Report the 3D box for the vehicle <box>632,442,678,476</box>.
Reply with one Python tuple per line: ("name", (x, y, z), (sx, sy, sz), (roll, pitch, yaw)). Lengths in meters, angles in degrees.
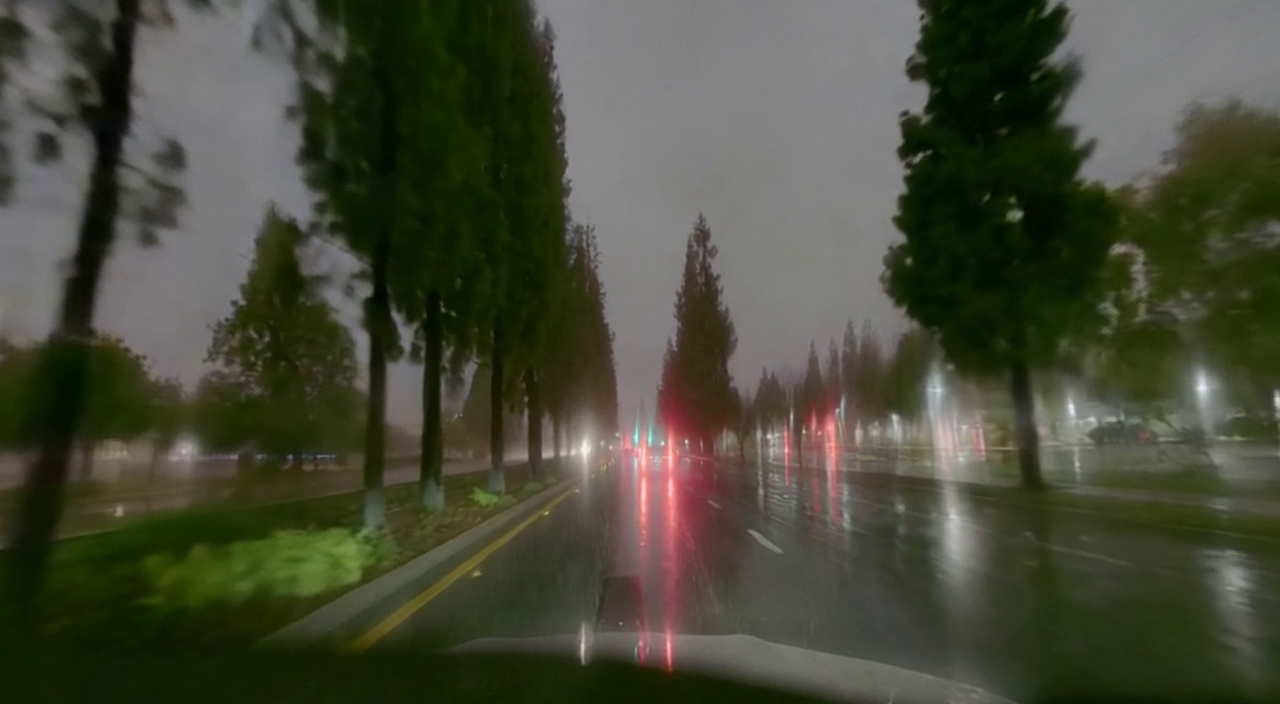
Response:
("vehicle", (0.675, 5.288, 31.531), (2.048, 1.584, 4.393), (0, -8, -2))
